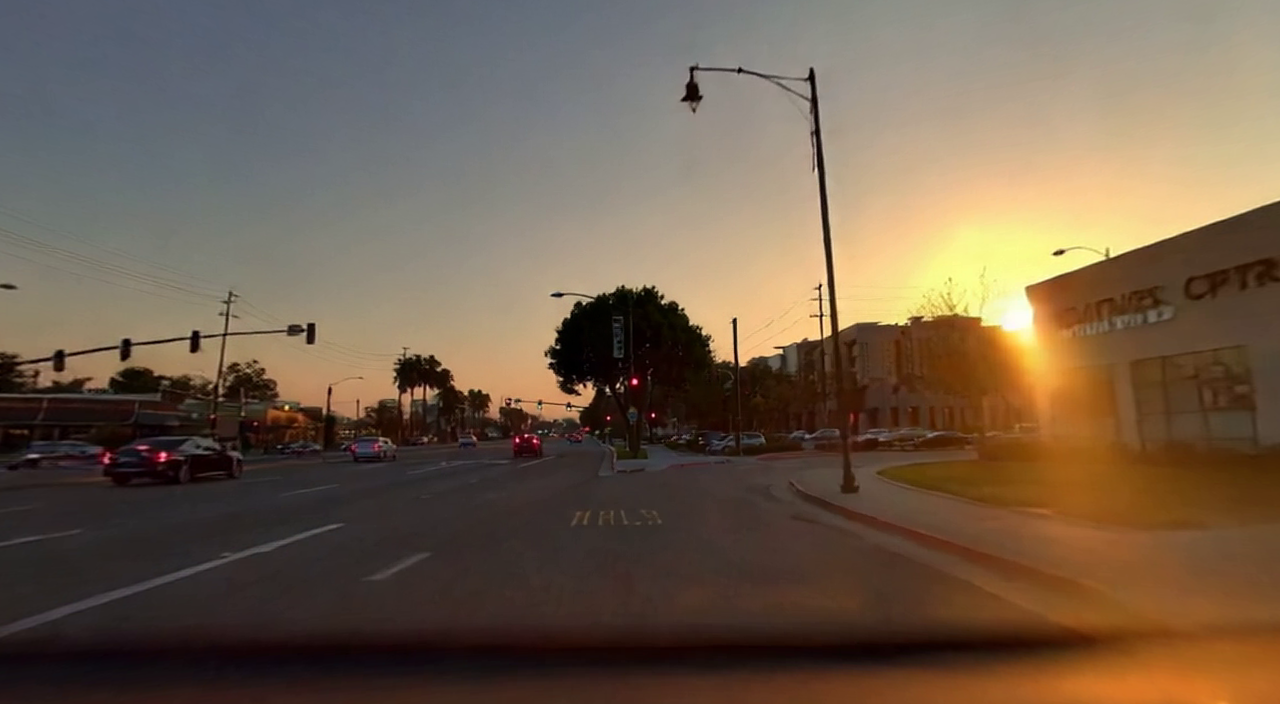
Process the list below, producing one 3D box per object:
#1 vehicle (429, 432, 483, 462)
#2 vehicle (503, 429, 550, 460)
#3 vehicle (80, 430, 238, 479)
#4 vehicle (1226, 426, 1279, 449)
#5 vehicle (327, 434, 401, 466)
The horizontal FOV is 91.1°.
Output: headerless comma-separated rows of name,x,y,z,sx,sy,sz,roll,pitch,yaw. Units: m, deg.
vehicle,-10.540,5.491,36.247,1.977,1.584,3.983,0,-8,-2
vehicle,-6.982,5.740,39.090,2.114,1.784,4.450,0,-8,-1
vehicle,-16.171,3.480,21.484,1.916,1.481,4.430,0,-8,-1
vehicle,46.913,6.436,47.048,4.254,1.675,2.020,1,-8,-9
vehicle,-13.656,4.891,31.377,1.900,1.462,4.225,1,-8,-2
